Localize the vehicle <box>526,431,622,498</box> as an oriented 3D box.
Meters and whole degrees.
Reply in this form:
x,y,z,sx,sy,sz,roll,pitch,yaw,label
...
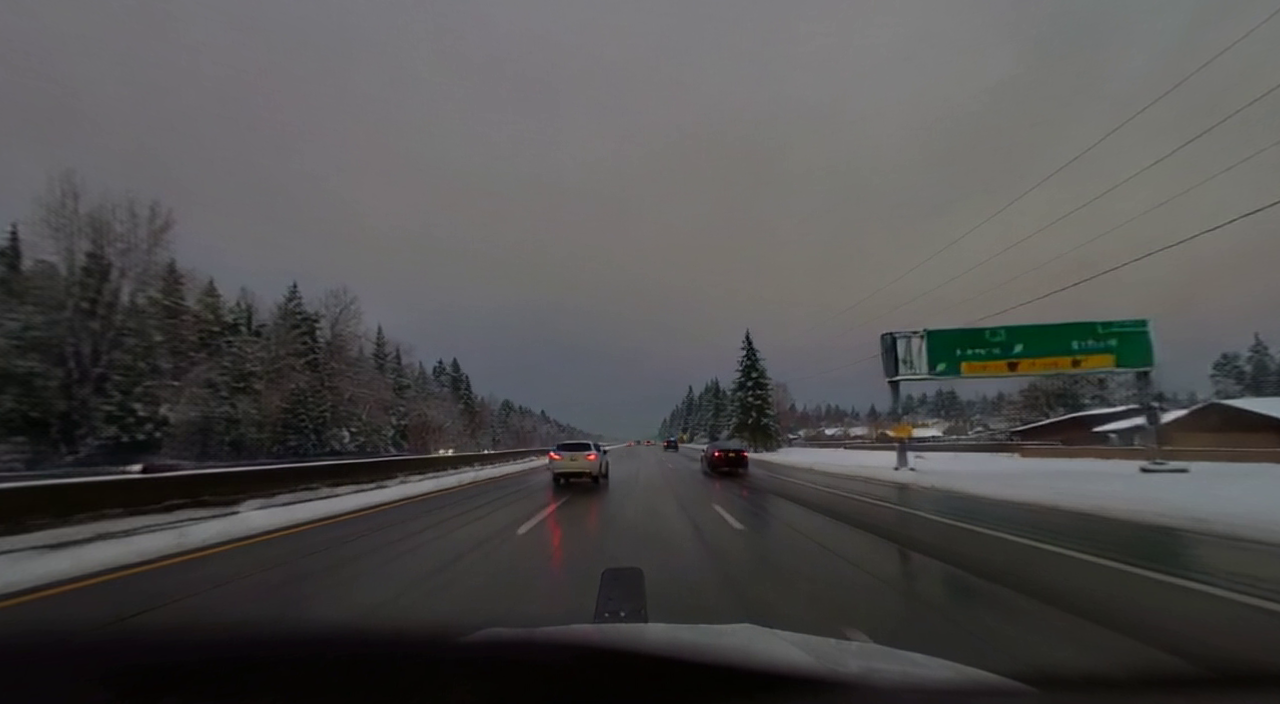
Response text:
x,y,z,sx,sy,sz,roll,pitch,yaw,label
-1.666,3.058,17.522,2.049,1.620,4.153,0,-8,2,vehicle

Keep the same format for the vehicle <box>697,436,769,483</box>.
x,y,z,sx,sy,sz,roll,pitch,yaw,label
3.302,3.896,23.193,1.996,1.579,3.841,0,-8,-1,vehicle

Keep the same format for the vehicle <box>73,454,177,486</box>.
x,y,z,sx,sy,sz,roll,pitch,yaw,label
-31.538,7.217,38.896,2.143,1.777,5.015,0,-8,0,vehicle
